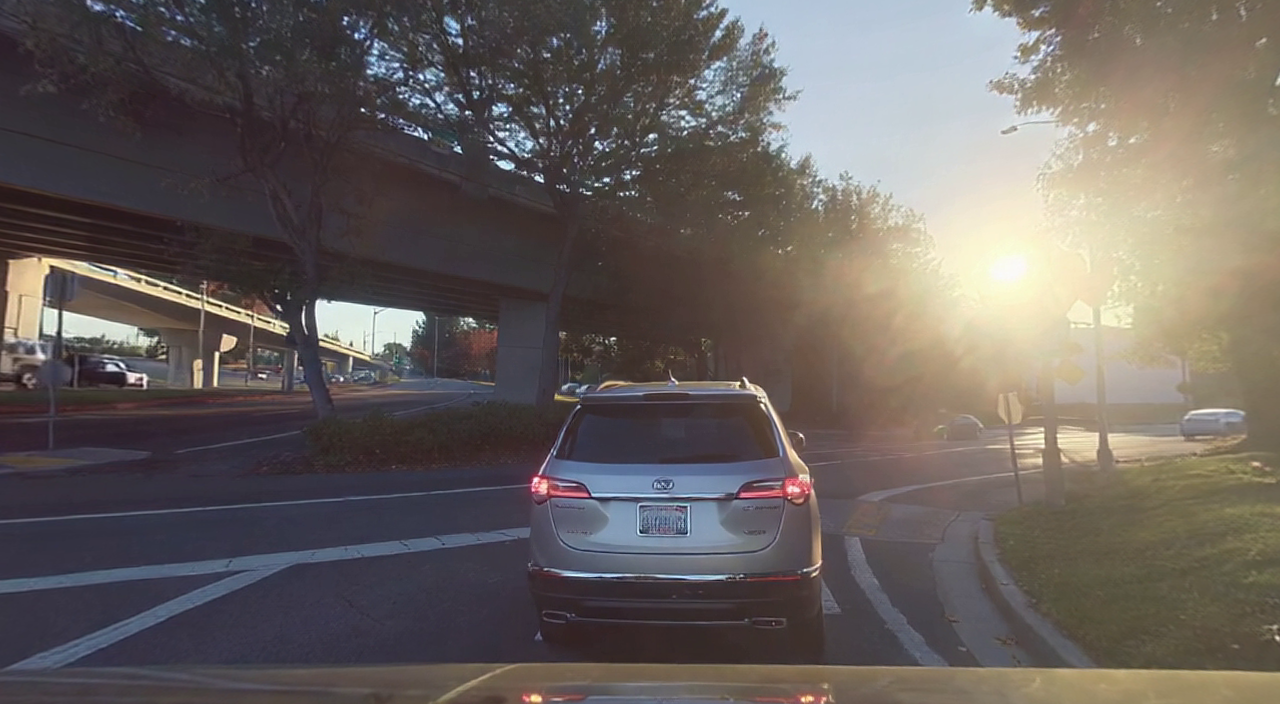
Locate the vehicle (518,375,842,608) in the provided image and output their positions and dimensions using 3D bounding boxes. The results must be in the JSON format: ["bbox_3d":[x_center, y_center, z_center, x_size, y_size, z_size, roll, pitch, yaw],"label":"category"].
[{"bbox_3d":[0.313,1.406,7.132,2.494,1.804,4.336,0,-9,0],"label":"vehicle"}]

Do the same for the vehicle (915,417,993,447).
[{"bbox_3d":[19.366,4.965,38.899,4.557,1.712,1.913,4,-10,-28],"label":"vehicle"}]

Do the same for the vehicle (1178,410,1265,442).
[{"bbox_3d":[36.097,4.638,39.100,5.166,1.791,2.131,4,-10,-27],"label":"vehicle"}]
